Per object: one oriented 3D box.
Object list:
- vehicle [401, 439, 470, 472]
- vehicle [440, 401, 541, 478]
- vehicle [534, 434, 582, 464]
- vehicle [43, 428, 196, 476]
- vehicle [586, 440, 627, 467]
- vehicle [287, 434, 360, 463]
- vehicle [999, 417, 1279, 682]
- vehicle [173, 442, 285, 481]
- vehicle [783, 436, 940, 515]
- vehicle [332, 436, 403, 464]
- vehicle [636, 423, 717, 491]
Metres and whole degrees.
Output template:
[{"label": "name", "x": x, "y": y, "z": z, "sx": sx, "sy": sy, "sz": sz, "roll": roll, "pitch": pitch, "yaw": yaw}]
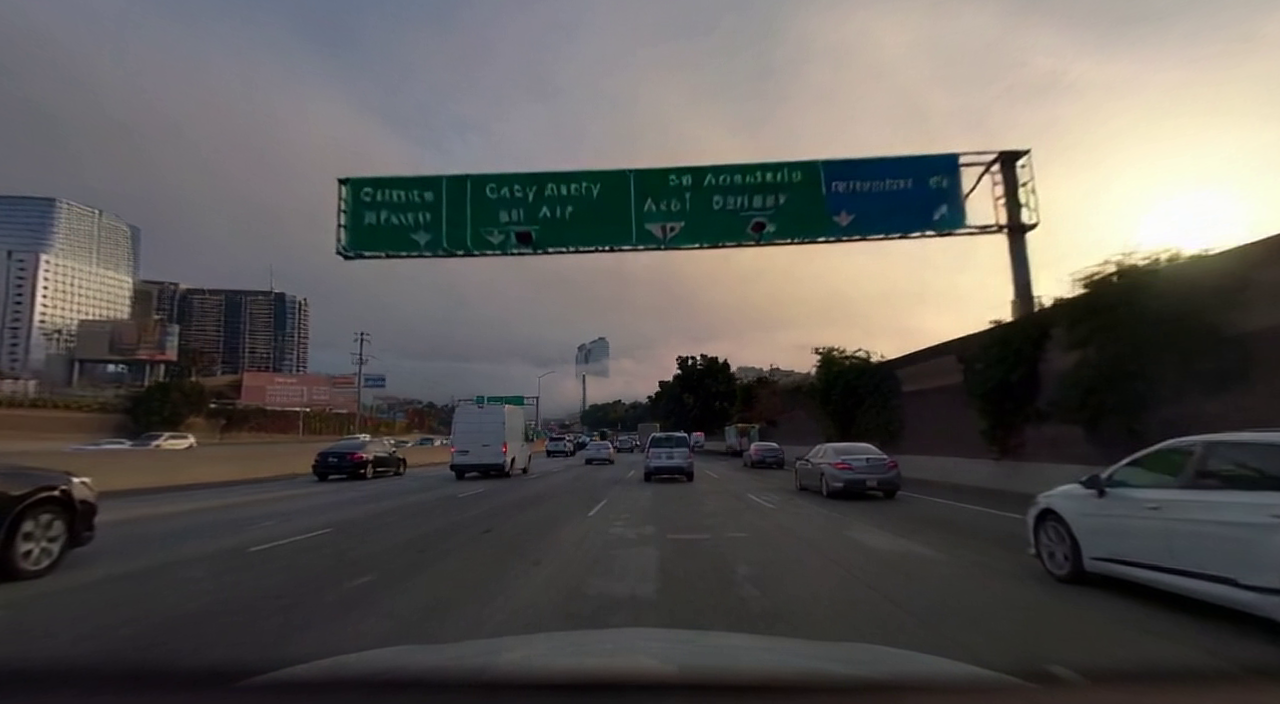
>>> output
[{"label": "vehicle", "x": -9.895, "y": 5.031, "z": 30.799, "sx": 1.923, "sy": 1.480, "sz": 3.905, "roll": 0, "pitch": -8, "yaw": 2}, {"label": "vehicle", "x": -6.089, "y": 3.738, "z": 26.899, "sx": 2.358, "sy": 2.817, "sz": 7.055, "roll": 0, "pitch": -8, "yaw": 2}, {"label": "vehicle", "x": -5.540, "y": 6.656, "z": 43.453, "sx": 2.269, "sy": 1.929, "sz": 6.032, "roll": 0, "pitch": -8, "yaw": 2}, {"label": "vehicle", "x": -20.246, "y": 3.894, "z": 24.856, "sx": 1.920, "sy": 1.695, "sz": 4.612, "roll": 0, "pitch": -8, "yaw": 2}, {"label": "vehicle", "x": -1.950, "y": 6.114, "z": 38.274, "sx": 2.079, "sy": 1.499, "sz": 4.512, "roll": 0, "pitch": -8, "yaw": 2}, {"label": "vehicle", "x": -19.875, "y": 6.094, "z": 39.831, "sx": 2.064, "sy": 1.719, "sz": 4.599, "roll": 0, "pitch": -8, "yaw": 2}, {"label": "vehicle", "x": 4.582, "y": 1.191, "z": 4.064, "sx": 1.915, "sy": 1.482, "sz": 4.537, "roll": 0, "pitch": -8, "yaw": 1}, {"label": "vehicle", "x": -16.042, "y": 4.268, "z": 24.887, "sx": 1.823, "sy": 1.388, "sz": 3.705, "roll": 0, "pitch": -8, "yaw": 2}, {"label": "vehicle", "x": 4.739, "y": 2.680, "z": 14.313, "sx": 1.942, "sy": 1.487, "sz": 4.518, "roll": 0, "pitch": -8, "yaw": 0}, {"label": "vehicle", "x": -16.025, "y": 5.776, "z": 37.370, "sx": 1.943, "sy": 1.564, "sz": 4.687, "roll": 0, "pitch": -8, "yaw": 2}, {"label": "vehicle", "x": 1.065, "y": 3.234, "z": 19.761, "sx": 2.209, "sy": 1.863, "sz": 4.626, "roll": 0, "pitch": -8, "yaw": 1}]
